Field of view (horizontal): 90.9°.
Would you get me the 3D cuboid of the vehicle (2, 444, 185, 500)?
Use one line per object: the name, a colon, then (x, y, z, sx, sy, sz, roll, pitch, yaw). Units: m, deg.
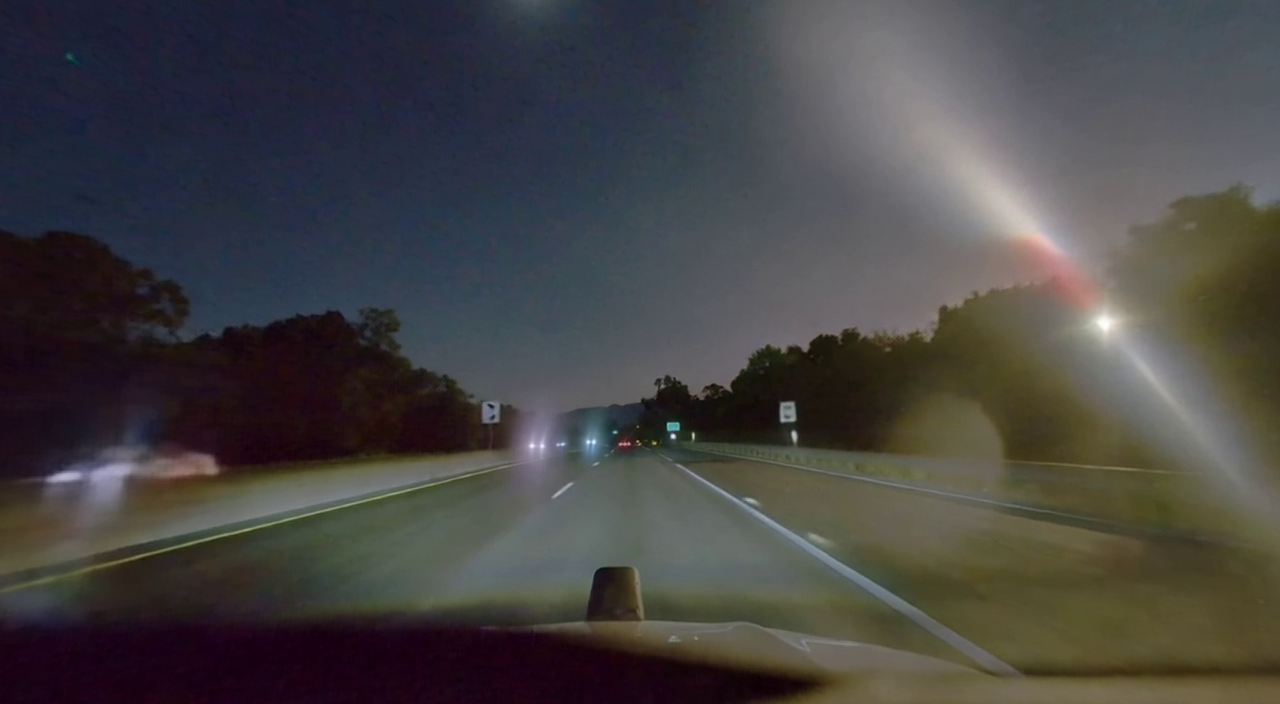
vehicle: (-16.463, 3.595, 19.338, 1.919, 1.451, 4.196, 0, -8, -2)
